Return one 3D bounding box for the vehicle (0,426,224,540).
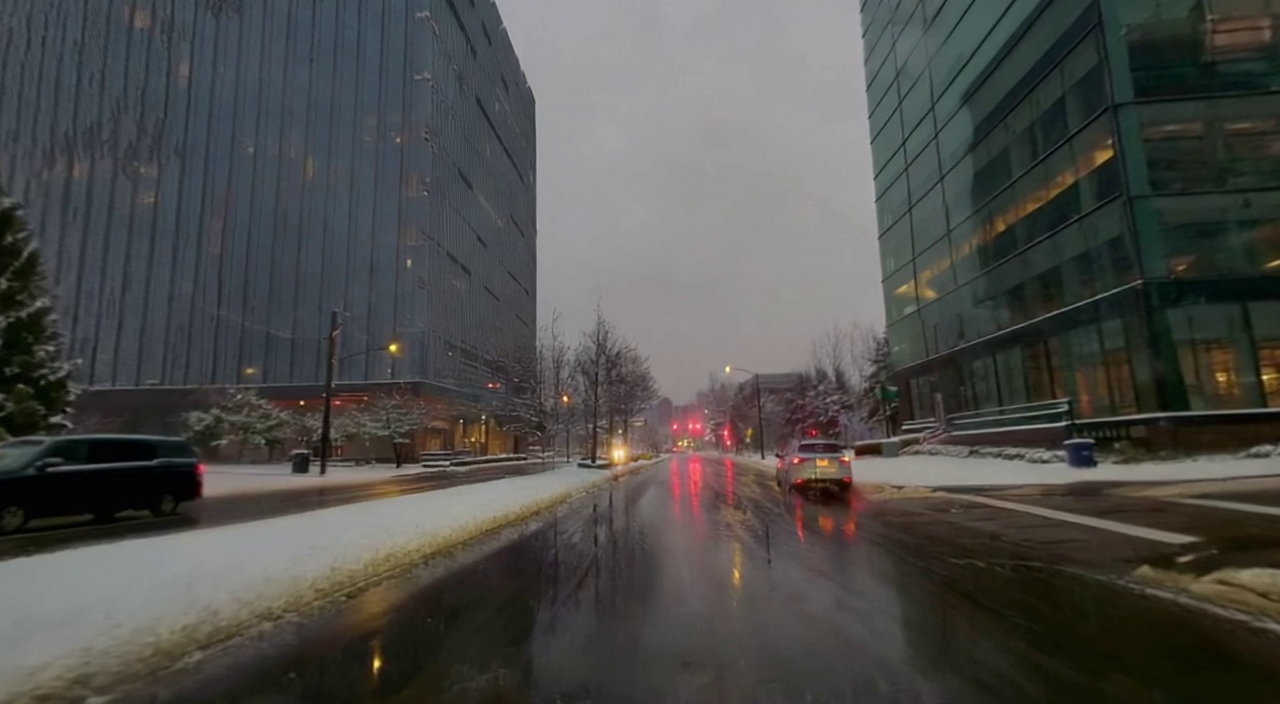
[{"bbox_3d":[-12.115,2.643,13.387,2.297,1.960,5.687,-1,-9,5],"label":"vehicle"}]
